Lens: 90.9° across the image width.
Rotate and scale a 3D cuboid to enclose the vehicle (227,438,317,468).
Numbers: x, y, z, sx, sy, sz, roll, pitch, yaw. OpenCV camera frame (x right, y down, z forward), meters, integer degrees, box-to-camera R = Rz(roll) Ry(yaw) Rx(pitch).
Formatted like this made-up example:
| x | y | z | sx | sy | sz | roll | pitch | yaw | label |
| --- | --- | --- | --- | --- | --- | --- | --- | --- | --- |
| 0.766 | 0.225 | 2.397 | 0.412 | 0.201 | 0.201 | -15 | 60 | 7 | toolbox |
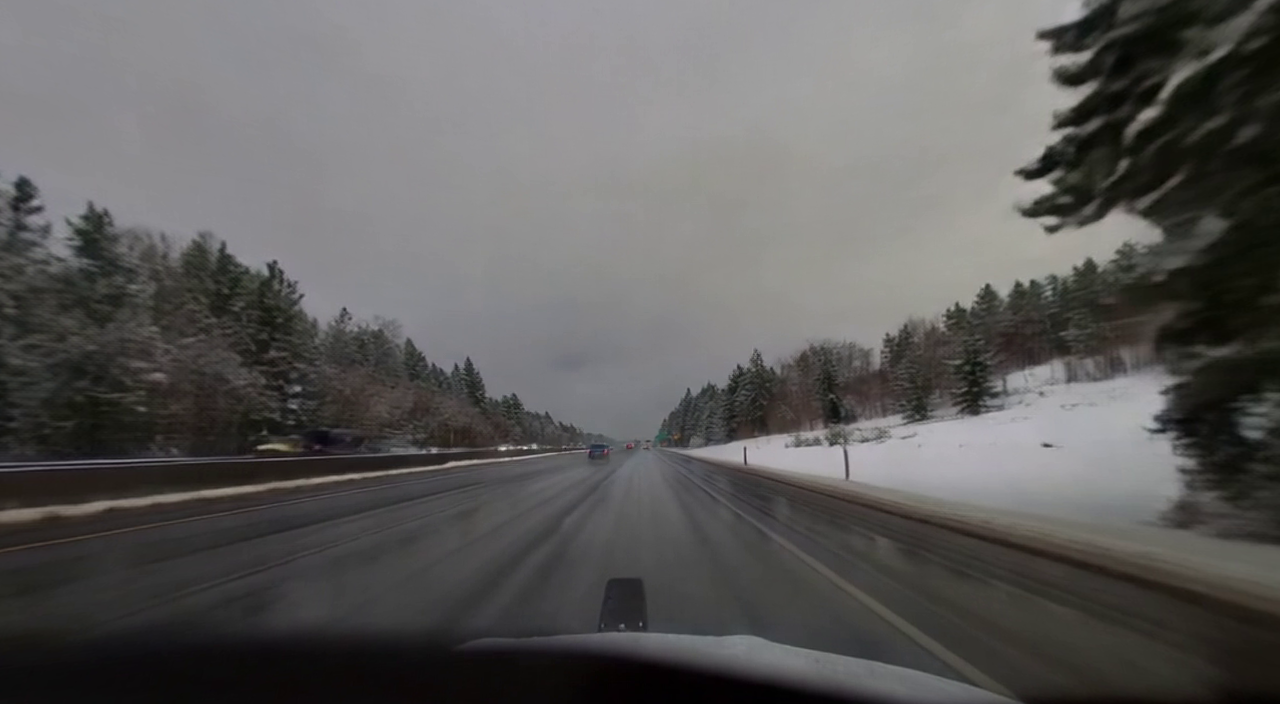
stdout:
| x | y | z | sx | sy | sz | roll | pitch | yaw | label |
| --- | --- | --- | --- | --- | --- | --- | --- | --- | --- |
| -25.336 | 6.956 | 43.770 | 2.367 | 1.952 | 6.285 | 0 | -8 | 1 | vehicle |
